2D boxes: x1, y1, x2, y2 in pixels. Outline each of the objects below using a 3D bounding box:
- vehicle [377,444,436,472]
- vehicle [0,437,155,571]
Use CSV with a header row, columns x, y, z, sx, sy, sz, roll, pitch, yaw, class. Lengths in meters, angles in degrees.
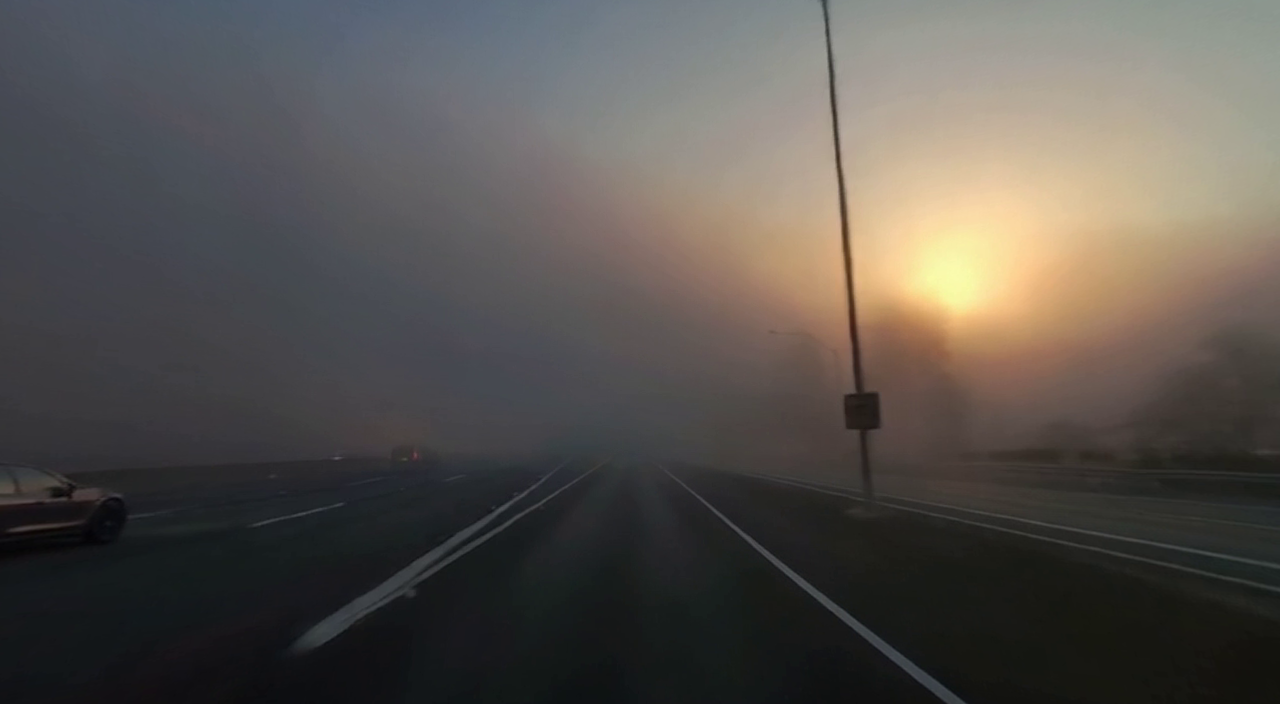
x,y,z,sx,sy,sz,roll,pitch,yaw,class
-14.775,6.709,40.330,2.126,1.671,5.173,1,-9,-4,vehicle
-8.093,1.682,6.981,1.940,1.479,4.777,1,-9,-4,vehicle
